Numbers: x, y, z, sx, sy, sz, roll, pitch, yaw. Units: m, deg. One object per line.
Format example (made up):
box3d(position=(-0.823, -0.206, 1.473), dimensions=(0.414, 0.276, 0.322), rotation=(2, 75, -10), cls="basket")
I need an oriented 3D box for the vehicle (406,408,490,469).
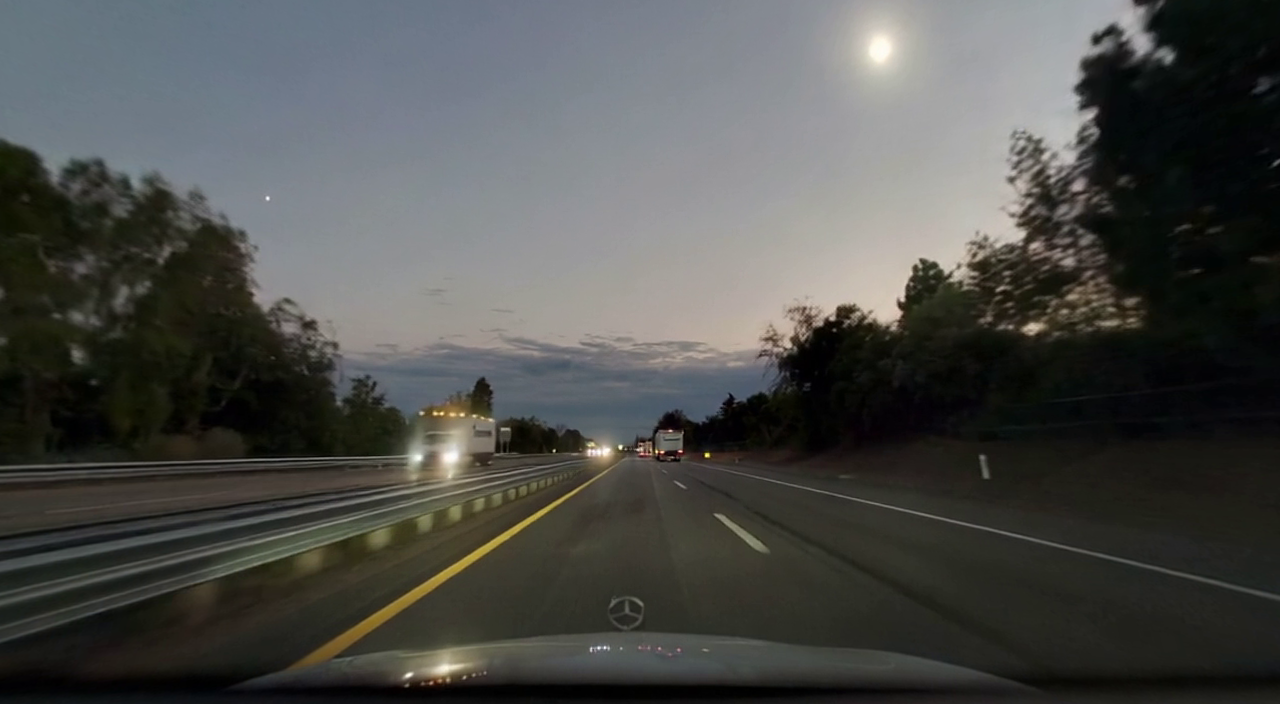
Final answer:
box3d(position=(-13.542, 6.312, 45.617), dimensions=(3.001, 3.888, 9.974), rotation=(0, -9, 0), cls="vehicle")
